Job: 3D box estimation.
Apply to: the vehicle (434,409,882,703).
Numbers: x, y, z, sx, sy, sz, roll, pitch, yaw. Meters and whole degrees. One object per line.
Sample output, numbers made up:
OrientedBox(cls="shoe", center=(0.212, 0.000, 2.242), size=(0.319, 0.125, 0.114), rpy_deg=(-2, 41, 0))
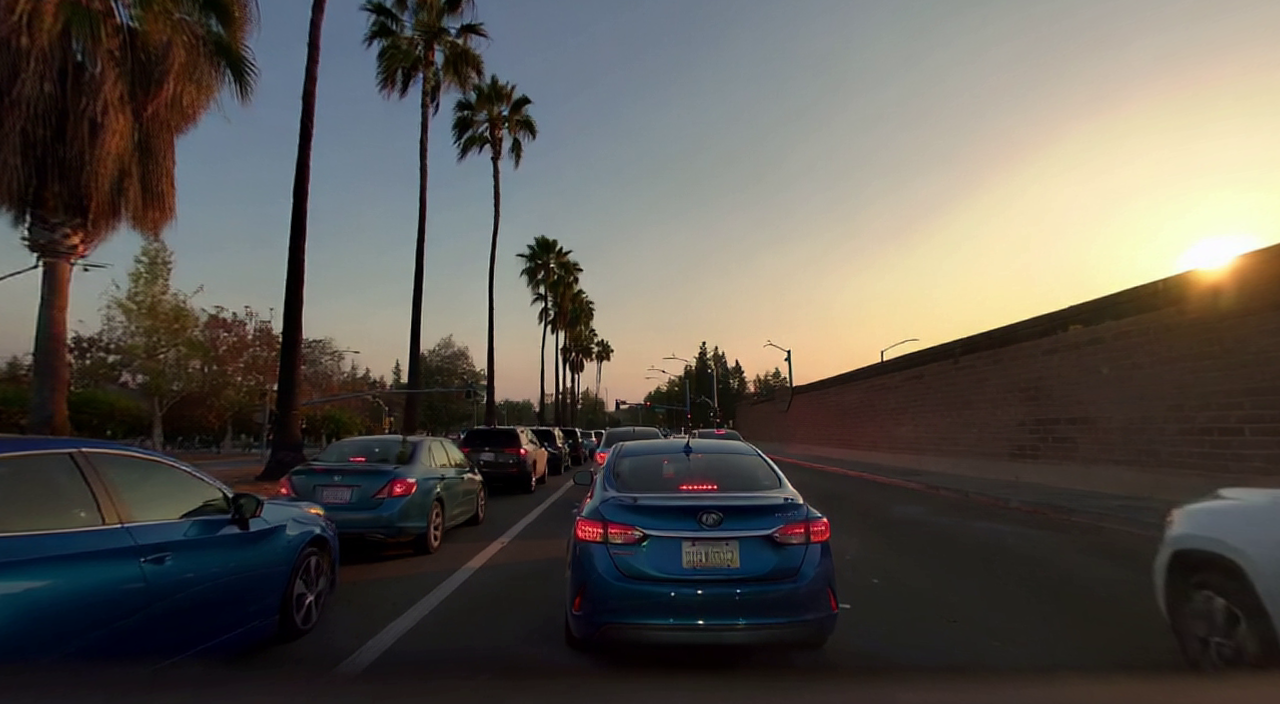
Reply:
OrientedBox(cls="vehicle", center=(0.047, 1.332, 5.192), size=(2.128, 1.473, 4.272), rpy_deg=(0, -8, -1))

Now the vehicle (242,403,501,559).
OrientedBox(cls="vehicle", center=(-3.514, 1.772, 9.274), size=(2.055, 1.746, 4.136), rpy_deg=(0, -8, -2))

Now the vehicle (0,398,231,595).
OrientedBox(cls="vehicle", center=(-6.669, 1.403, 6.386), size=(1.963, 1.721, 4.662), rpy_deg=(0, -8, -2))

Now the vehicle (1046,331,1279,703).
OrientedBox(cls="vehicle", center=(3.172, 0.696, 1.502), size=(2.112, 1.717, 4.432), rpy_deg=(-2, -9, 11))
